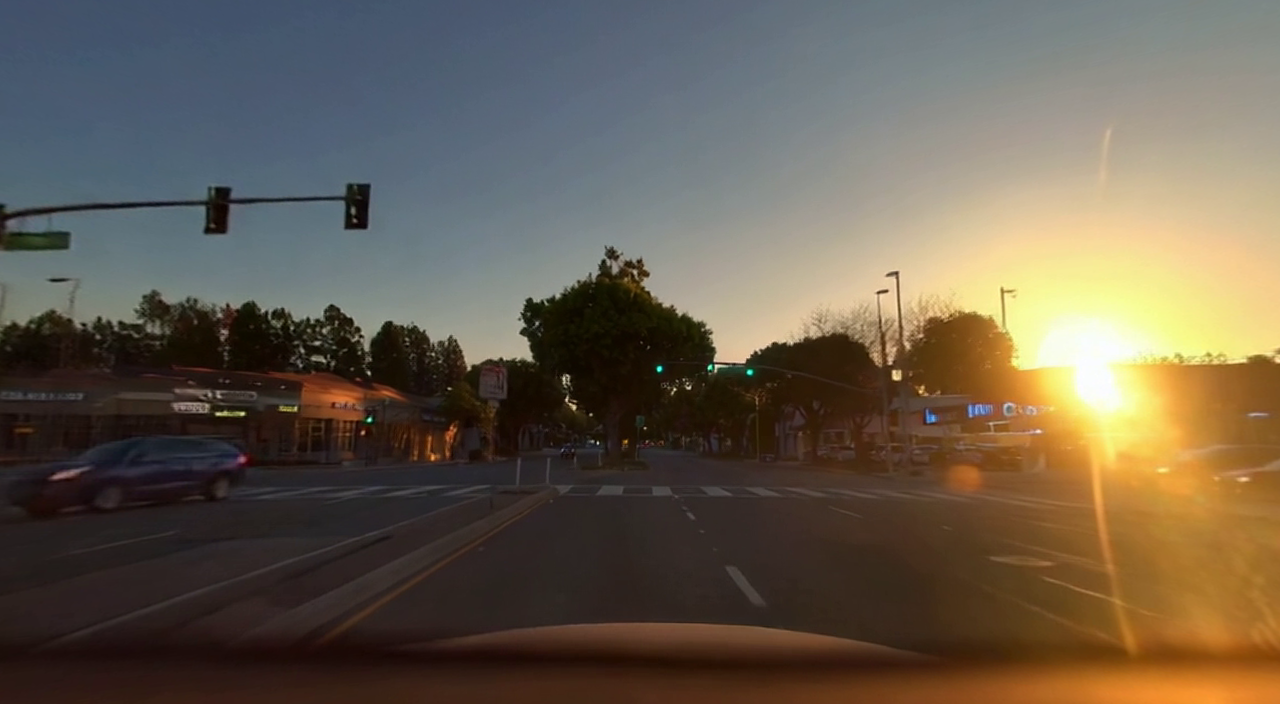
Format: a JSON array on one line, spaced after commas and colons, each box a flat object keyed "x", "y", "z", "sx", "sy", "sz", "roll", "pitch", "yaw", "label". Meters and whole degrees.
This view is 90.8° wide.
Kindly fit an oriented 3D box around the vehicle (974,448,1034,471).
[{"x": 27.714, "y": 8.159, "z": 48.280, "sx": 1.929, "sy": 1.613, "sz": 4.530, "roll": 0, "pitch": -8, "yaw": 2, "label": "vehicle"}]

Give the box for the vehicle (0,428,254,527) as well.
[{"x": -11.226, "y": 2.585, "z": 13.659, "sx": 2.010, "sy": 1.728, "sz": 4.408, "roll": -4, "pitch": -9, "yaw": 25, "label": "vehicle"}]
